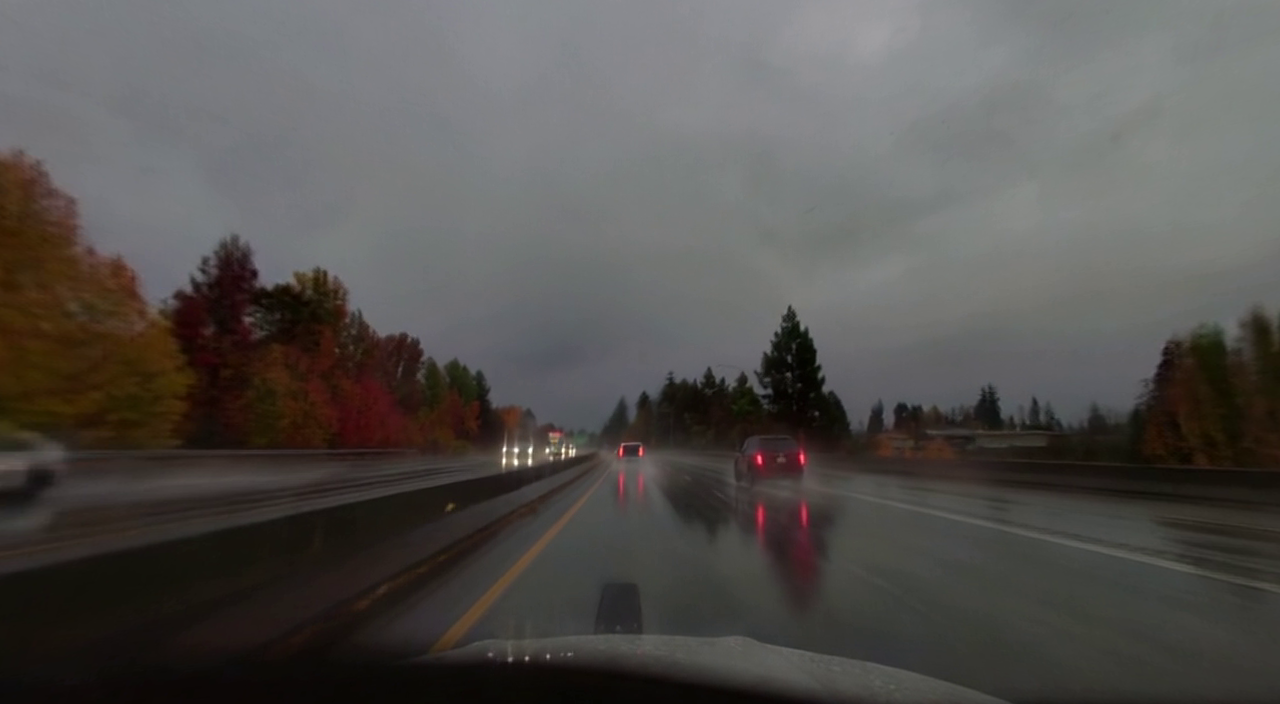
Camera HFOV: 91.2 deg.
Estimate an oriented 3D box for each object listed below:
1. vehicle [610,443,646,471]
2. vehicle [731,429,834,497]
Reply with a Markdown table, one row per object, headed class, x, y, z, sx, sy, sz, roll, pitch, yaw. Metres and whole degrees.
| class | x | y | z | sx | sy | sz | roll | pitch | yaw |
| --- | --- | --- | --- | --- | --- | --- | --- | --- | --- |
| vehicle | -0.761 | 6.680 | 40.037 | 2.151 | 1.693 | 4.201 | 0 | -9 | -1 |
| vehicle | 4.025 | 3.220 | 18.504 | 1.982 | 1.745 | 4.151 | 0 | -9 | -1 |
